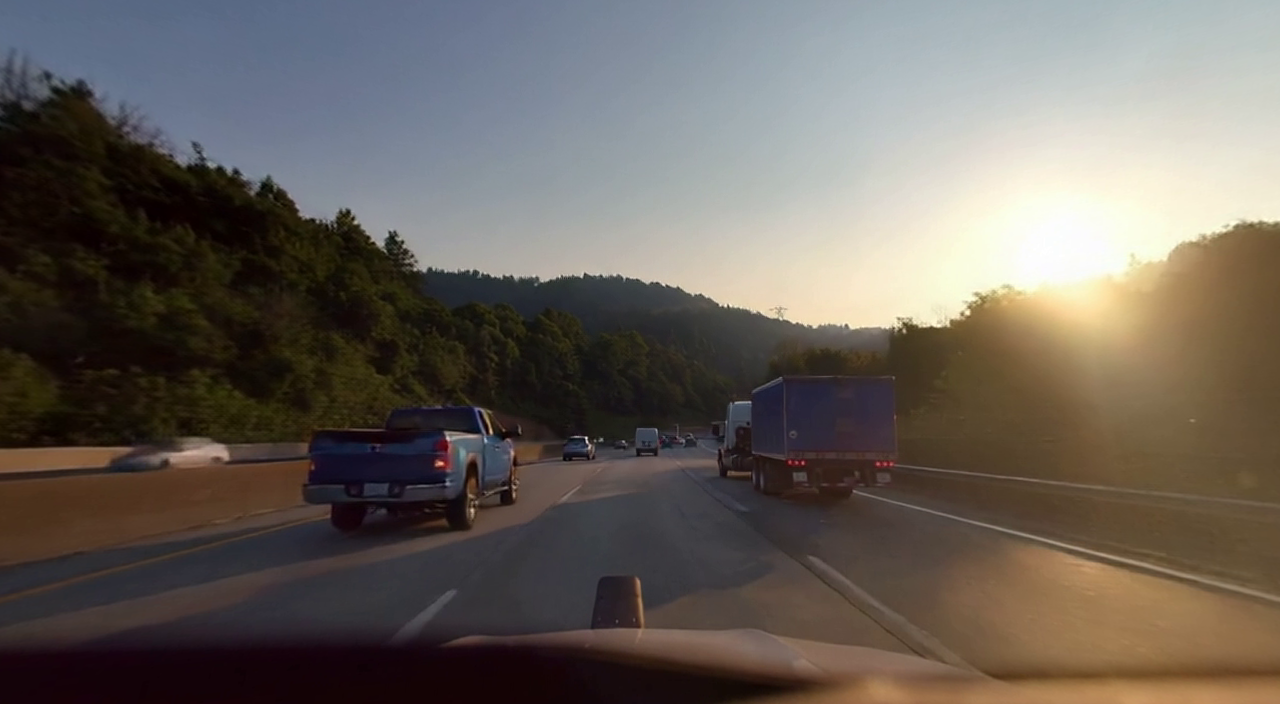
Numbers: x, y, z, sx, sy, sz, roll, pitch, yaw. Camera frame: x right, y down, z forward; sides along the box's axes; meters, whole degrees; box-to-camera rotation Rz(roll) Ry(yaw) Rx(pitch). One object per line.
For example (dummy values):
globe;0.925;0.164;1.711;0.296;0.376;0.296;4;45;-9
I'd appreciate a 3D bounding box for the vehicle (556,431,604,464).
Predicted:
vehicle;-3.029;4.914;32.586;2.008;1.588;4.147;0;-8;1

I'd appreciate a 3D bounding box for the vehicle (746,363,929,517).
vehicle;3.657;1.738;12.646;2.256;2.568;4.049;0;-8;-1

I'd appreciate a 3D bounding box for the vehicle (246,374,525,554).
vehicle;-3.256;1.561;9.415;2.204;1.991;4.720;0;-8;0
